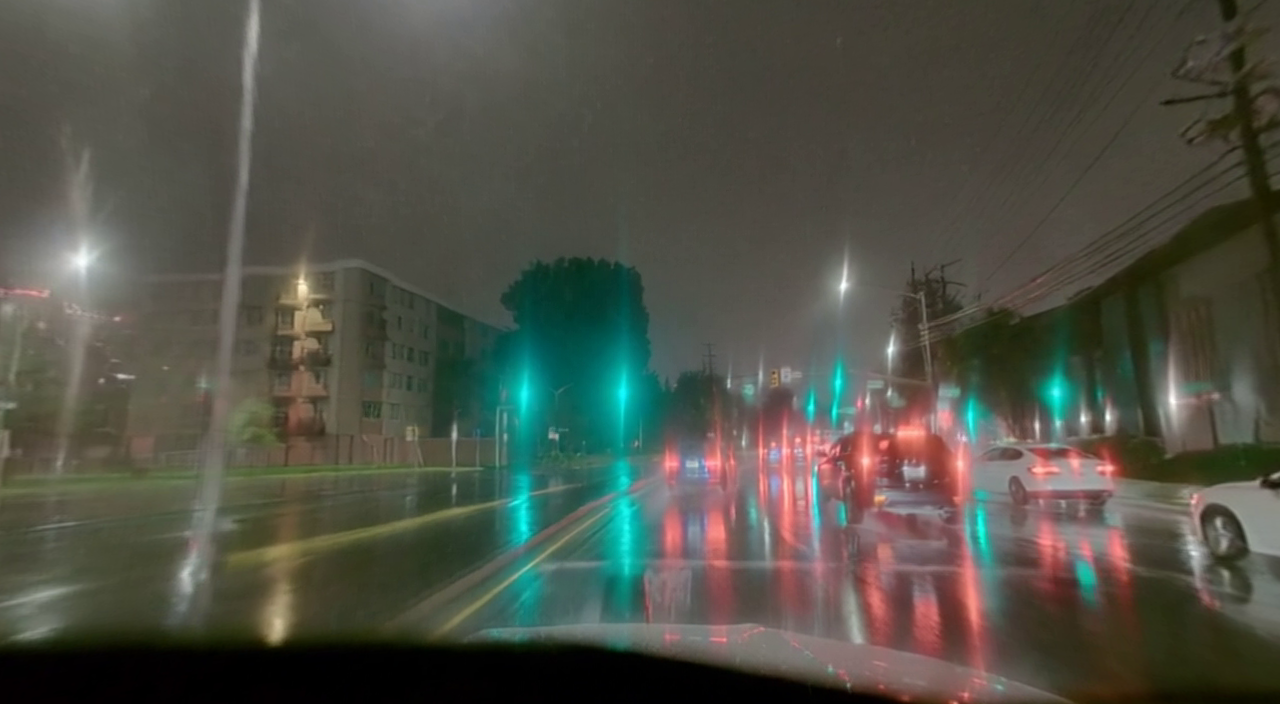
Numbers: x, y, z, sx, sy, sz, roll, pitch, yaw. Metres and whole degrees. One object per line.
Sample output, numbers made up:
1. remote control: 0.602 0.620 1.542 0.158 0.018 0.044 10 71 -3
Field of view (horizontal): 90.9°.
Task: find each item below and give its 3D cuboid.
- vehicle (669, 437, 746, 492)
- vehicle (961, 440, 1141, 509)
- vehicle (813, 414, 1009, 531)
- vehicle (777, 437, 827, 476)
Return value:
1. vehicle: 2.238 3.494 19.952 2.168 1.527 4.174 -1 -9 9
2. vehicle: 10.113 3.004 16.042 1.882 1.463 4.543 -1 -9 6
3. vehicle: 4.902 2.246 12.352 2.119 1.810 4.848 -1 -9 6
4. vehicle: 7.305 4.726 28.694 1.896 1.612 4.203 -1 -9 11
